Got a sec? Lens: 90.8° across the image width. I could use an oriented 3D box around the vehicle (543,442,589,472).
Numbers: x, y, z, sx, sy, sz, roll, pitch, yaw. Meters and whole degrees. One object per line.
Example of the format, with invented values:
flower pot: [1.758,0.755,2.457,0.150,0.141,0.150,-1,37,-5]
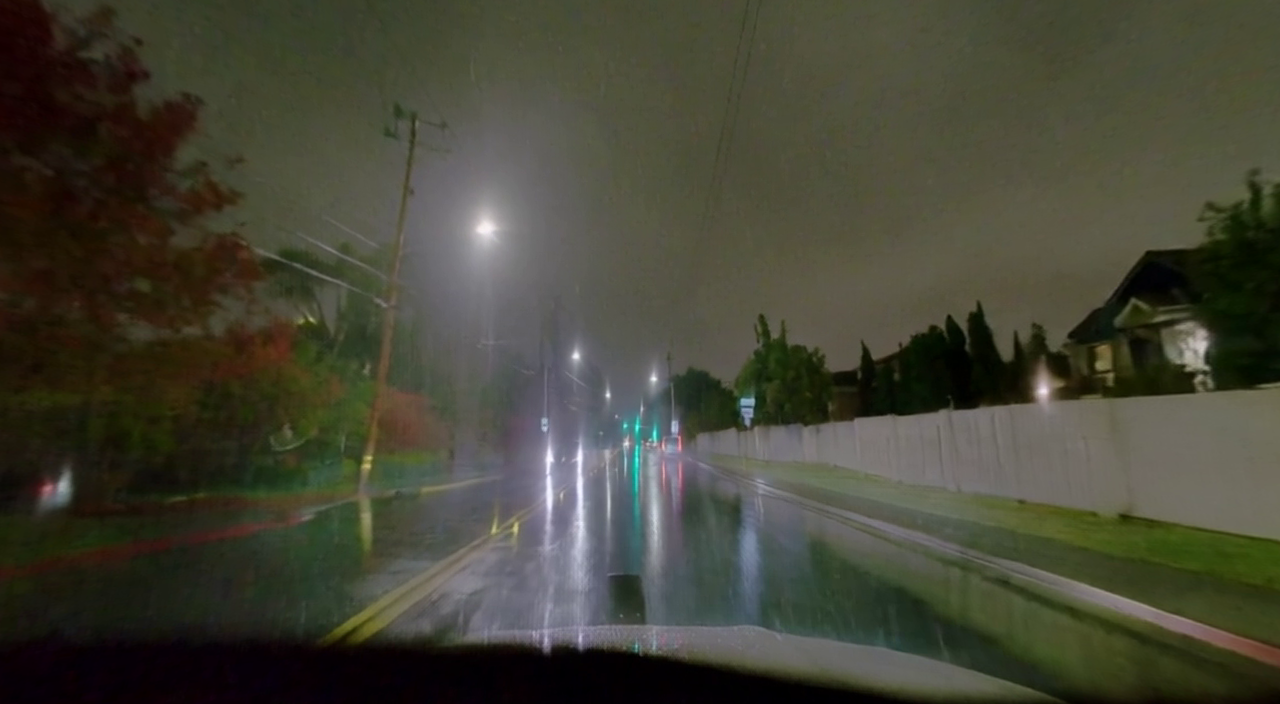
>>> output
vehicle: [-3.823,5.471,33.253,1.959,1.473,4.115,0,-8,0]
